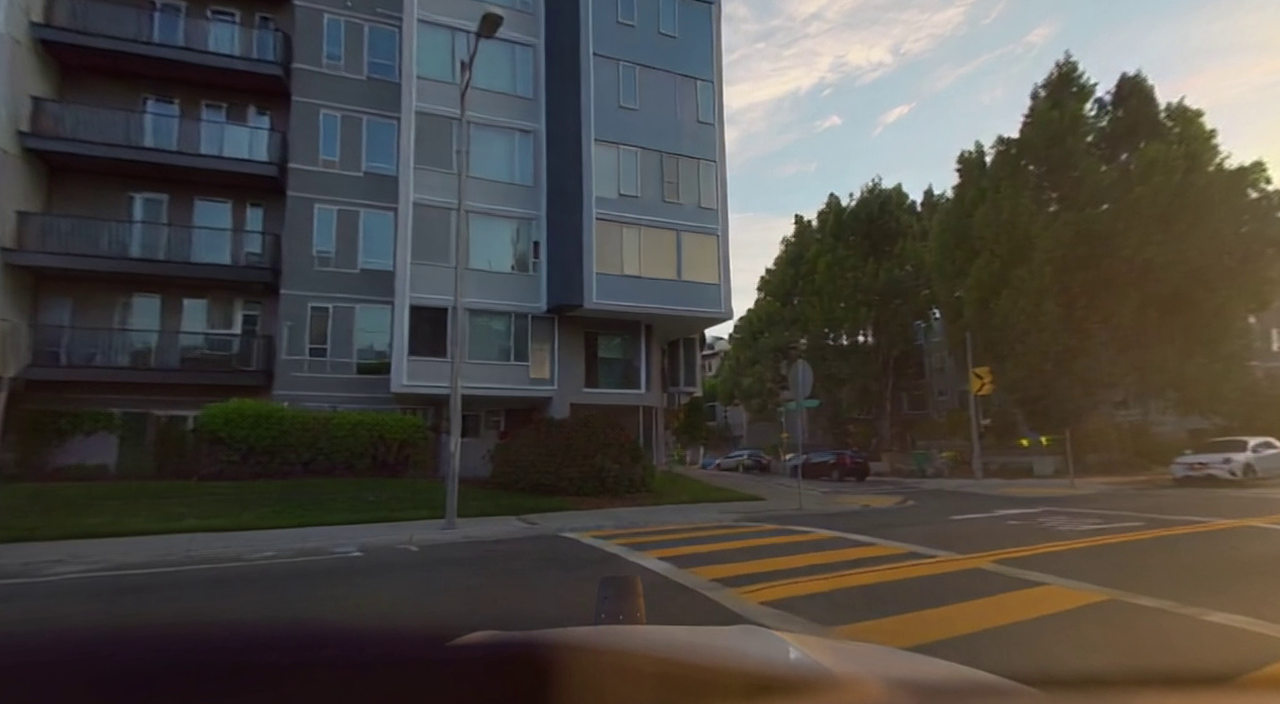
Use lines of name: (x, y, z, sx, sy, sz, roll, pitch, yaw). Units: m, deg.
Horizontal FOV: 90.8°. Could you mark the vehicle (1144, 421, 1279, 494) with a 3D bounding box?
vehicle: (16.787, 2.905, 17.699, 4.619, 1.817, 1.993, 3, -9, -22)
